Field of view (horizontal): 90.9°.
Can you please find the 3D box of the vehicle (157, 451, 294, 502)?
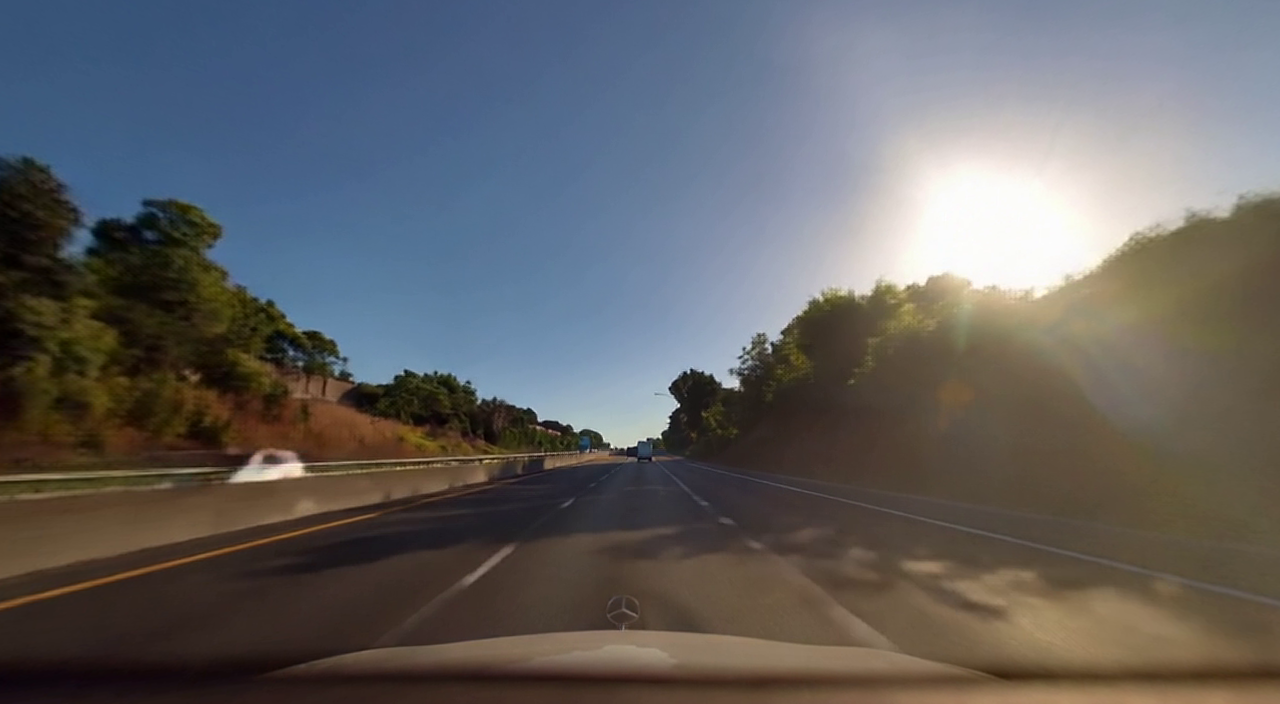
[{"bbox_3d":[-14.607,4.373,22.560,1.903,1.595,4.306,0,-9,1],"label":"vehicle"}]
